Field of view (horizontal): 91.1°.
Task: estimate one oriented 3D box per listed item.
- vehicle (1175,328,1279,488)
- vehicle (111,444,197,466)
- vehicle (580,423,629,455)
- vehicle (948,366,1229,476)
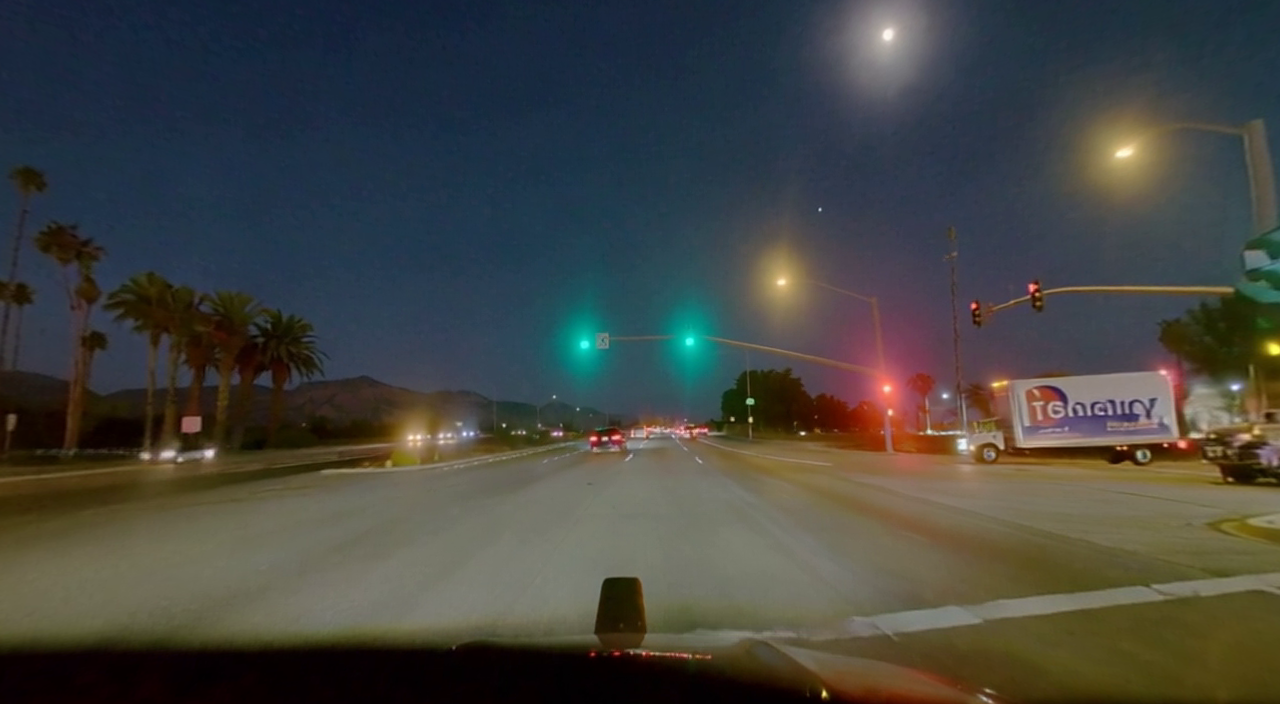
[{"bbox_3d":[18.379,1.521,16.467,5.512,3.865,3.002,-1,-9,3],"label":"vehicle"},{"bbox_3d":[-35.428,7.513,45.933,1.827,1.543,4.741,-2,-9,14],"label":"vehicle"},{"bbox_3d":[-1.958,4.988,35.956,2.287,1.712,4.537,0,-8,3],"label":"vehicle"},{"bbox_3d":[15.088,2.491,21.993,7.088,3.414,3.237,-2,-9,16],"label":"vehicle"}]
